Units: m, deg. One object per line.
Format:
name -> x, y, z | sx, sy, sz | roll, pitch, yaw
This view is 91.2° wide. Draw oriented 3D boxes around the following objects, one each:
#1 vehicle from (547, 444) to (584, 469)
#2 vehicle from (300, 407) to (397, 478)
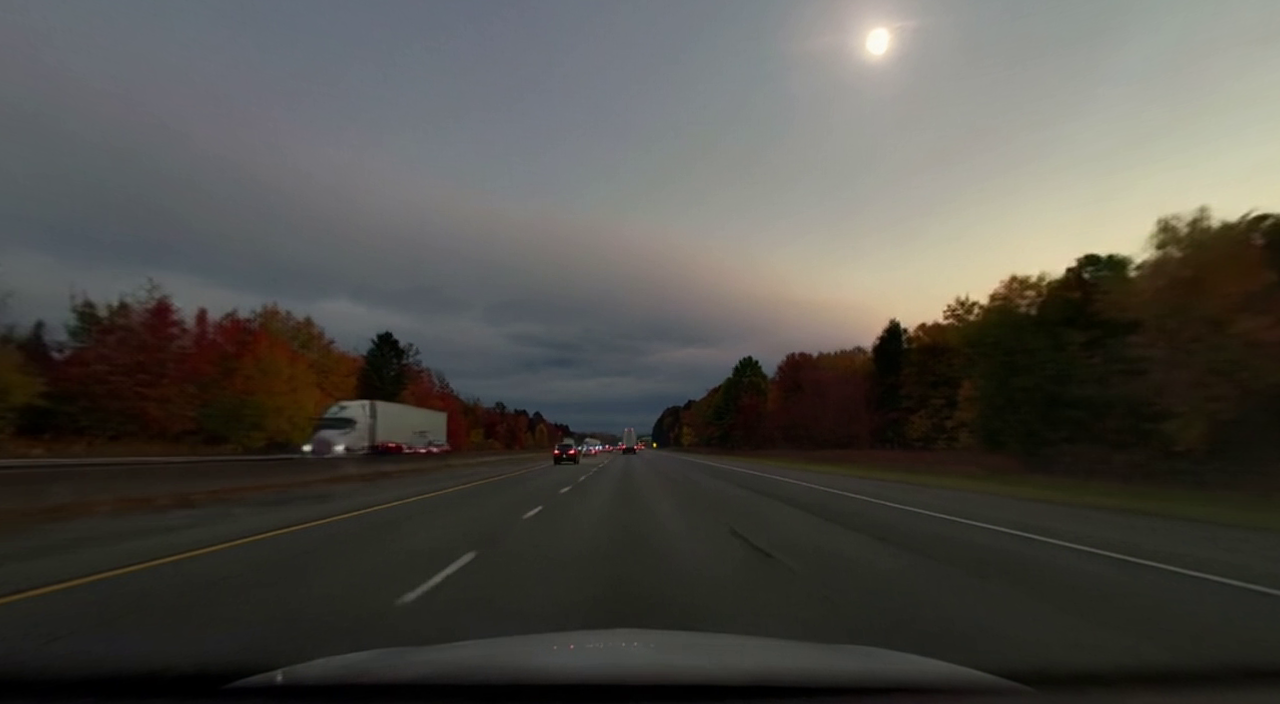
vehicle -> -4.707, 6.651, 39.973 | 1.963, 1.475, 3.665 | 0, -9, -1
vehicle -> -17.517, 5.523, 38.191 | 2.968, 3.949, 6.095 | 1, -9, -2
